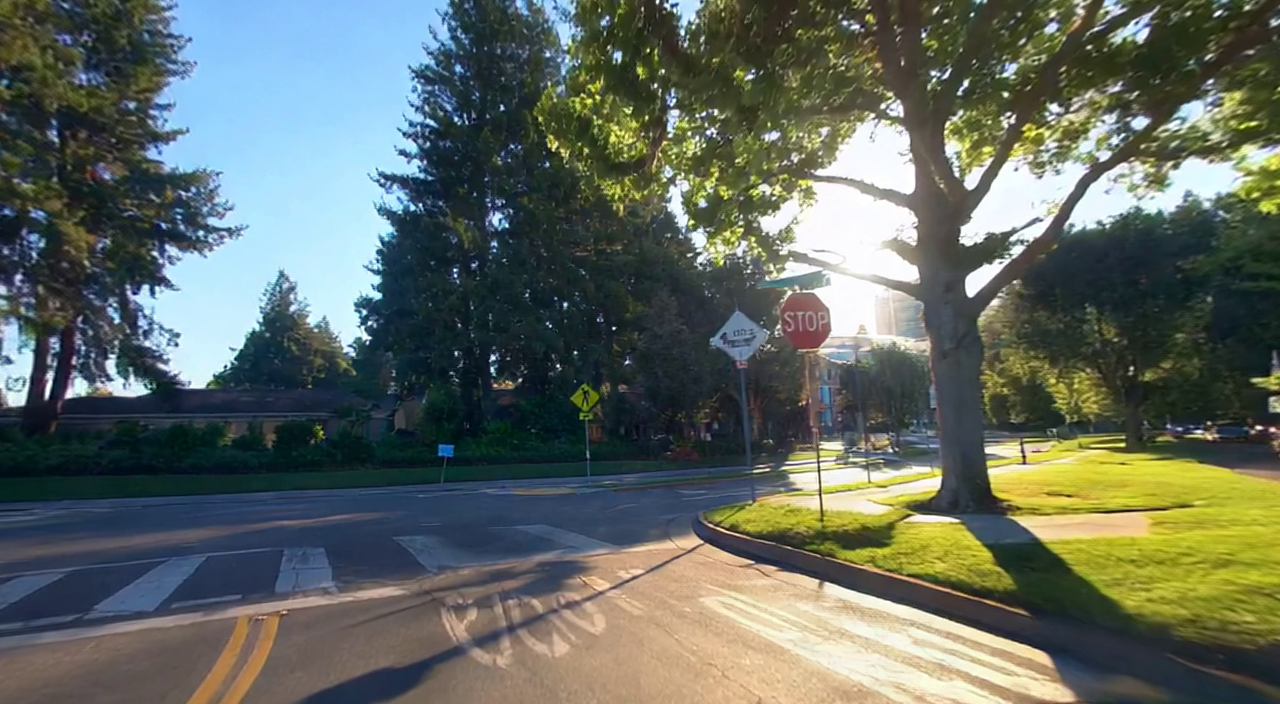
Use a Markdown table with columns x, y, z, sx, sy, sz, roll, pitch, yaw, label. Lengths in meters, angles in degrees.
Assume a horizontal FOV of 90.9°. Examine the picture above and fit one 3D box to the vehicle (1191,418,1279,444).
| x | y | z | sx | sy | sz | roll | pitch | yaw | label |
| --- | --- | --- | --- | --- | --- | --- | --- | --- | --- |
| 42.754 | 5.626 | 44.763 | 5.199 | 1.776 | 1.986 | -1 | -8 | 3 | vehicle |
